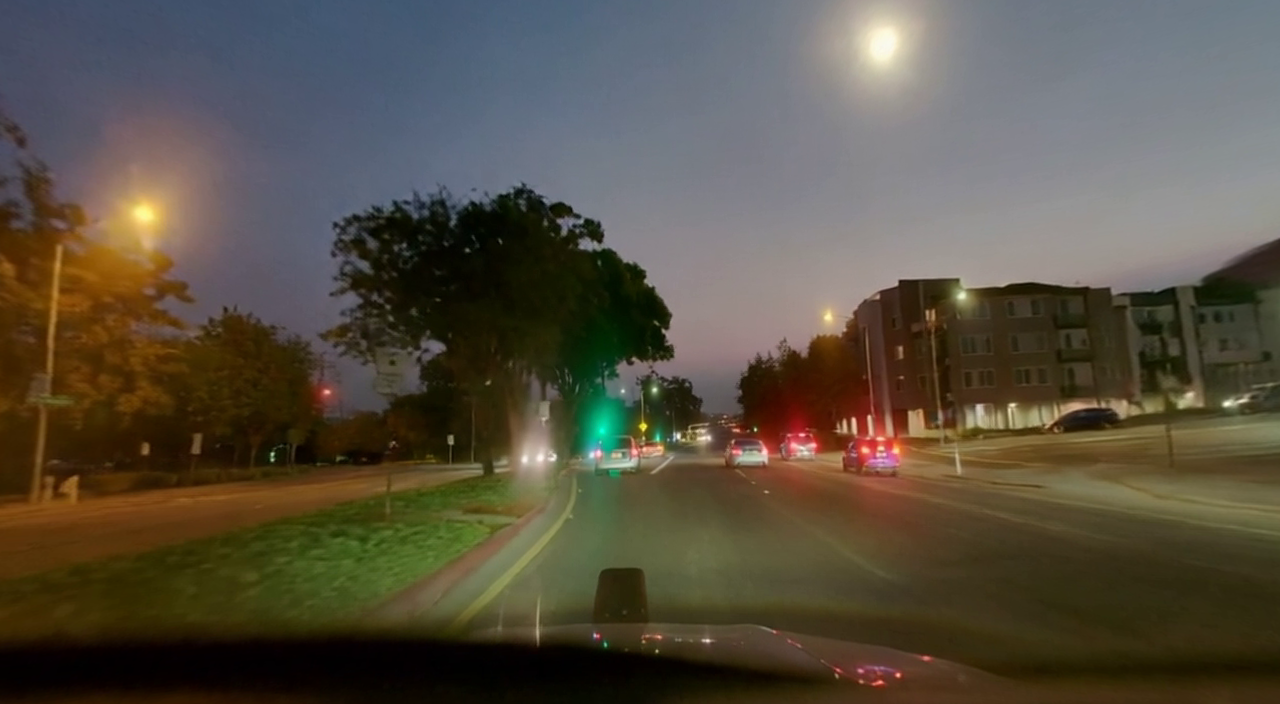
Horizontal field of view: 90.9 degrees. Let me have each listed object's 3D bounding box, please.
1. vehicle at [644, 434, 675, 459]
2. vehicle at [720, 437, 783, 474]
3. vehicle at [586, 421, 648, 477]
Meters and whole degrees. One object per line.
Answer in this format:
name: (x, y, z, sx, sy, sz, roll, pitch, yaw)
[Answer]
vehicle: (1.552, 7.286, 48.469, 2.222, 1.841, 4.031, -1, -8, 4)
vehicle: (4.835, 4.549, 27.997, 2.075, 1.486, 4.316, 0, -8, 1)
vehicle: (-1.013, 4.139, 26.968, 2.396, 2.143, 4.824, 0, -8, -3)
